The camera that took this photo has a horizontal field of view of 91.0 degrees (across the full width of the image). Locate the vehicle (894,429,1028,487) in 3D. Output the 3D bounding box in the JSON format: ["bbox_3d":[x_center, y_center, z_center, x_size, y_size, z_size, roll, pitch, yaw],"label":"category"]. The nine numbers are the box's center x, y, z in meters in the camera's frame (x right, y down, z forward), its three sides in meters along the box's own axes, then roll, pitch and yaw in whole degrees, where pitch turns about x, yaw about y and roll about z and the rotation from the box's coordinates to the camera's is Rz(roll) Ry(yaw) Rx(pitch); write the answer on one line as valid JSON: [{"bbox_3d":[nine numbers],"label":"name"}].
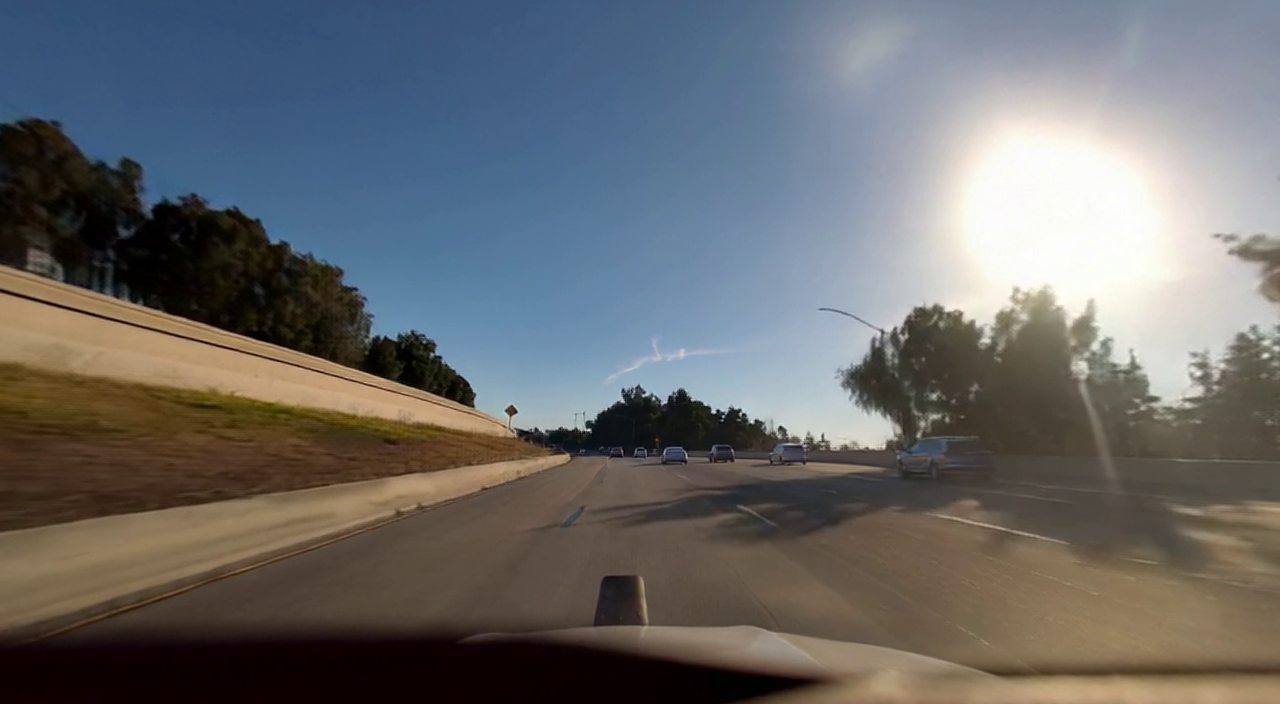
[{"bbox_3d":[10.701,3.565,21.478,2.077,1.763,4.472,0,-8,-2],"label":"vehicle"}]

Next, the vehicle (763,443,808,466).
[{"bbox_3d":[10.294,7.299,44.839,1.987,1.546,4.271,1,-8,-4],"label":"vehicle"}]

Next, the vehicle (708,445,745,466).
[{"bbox_3d":[6.484,7.772,47.608,1.904,1.488,4.299,0,-8,-3],"label":"vehicle"}]

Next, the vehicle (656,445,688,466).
[{"bbox_3d":[2.336,7.703,47.046,1.934,1.491,3.982,0,-8,-3],"label":"vehicle"}]
